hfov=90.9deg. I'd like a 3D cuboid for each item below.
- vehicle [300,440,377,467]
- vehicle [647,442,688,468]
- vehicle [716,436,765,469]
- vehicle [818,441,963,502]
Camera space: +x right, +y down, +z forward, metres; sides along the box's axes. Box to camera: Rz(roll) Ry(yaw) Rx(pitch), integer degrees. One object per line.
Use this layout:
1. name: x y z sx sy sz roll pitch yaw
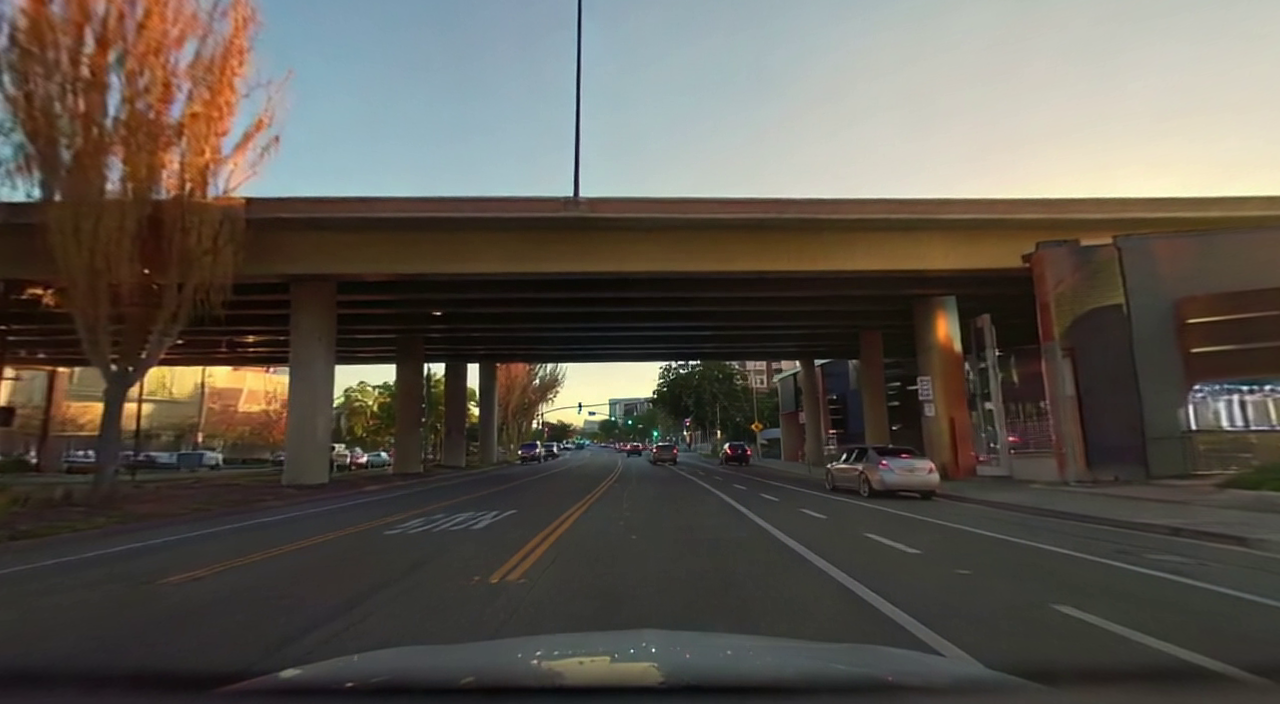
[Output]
1. vehicle: -20.741 6.975 43.511 4.335 1.772 1.927 1 -9 -5
2. vehicle: 1.605 6.312 38.750 2.280 1.475 4.051 0 -8 -1
3. vehicle: 6.203 6.250 39.508 2.154 1.915 4.908 0 -9 -2
4. vehicle: 6.629 3.197 17.348 2.035 1.435 4.481 0 -9 -2
